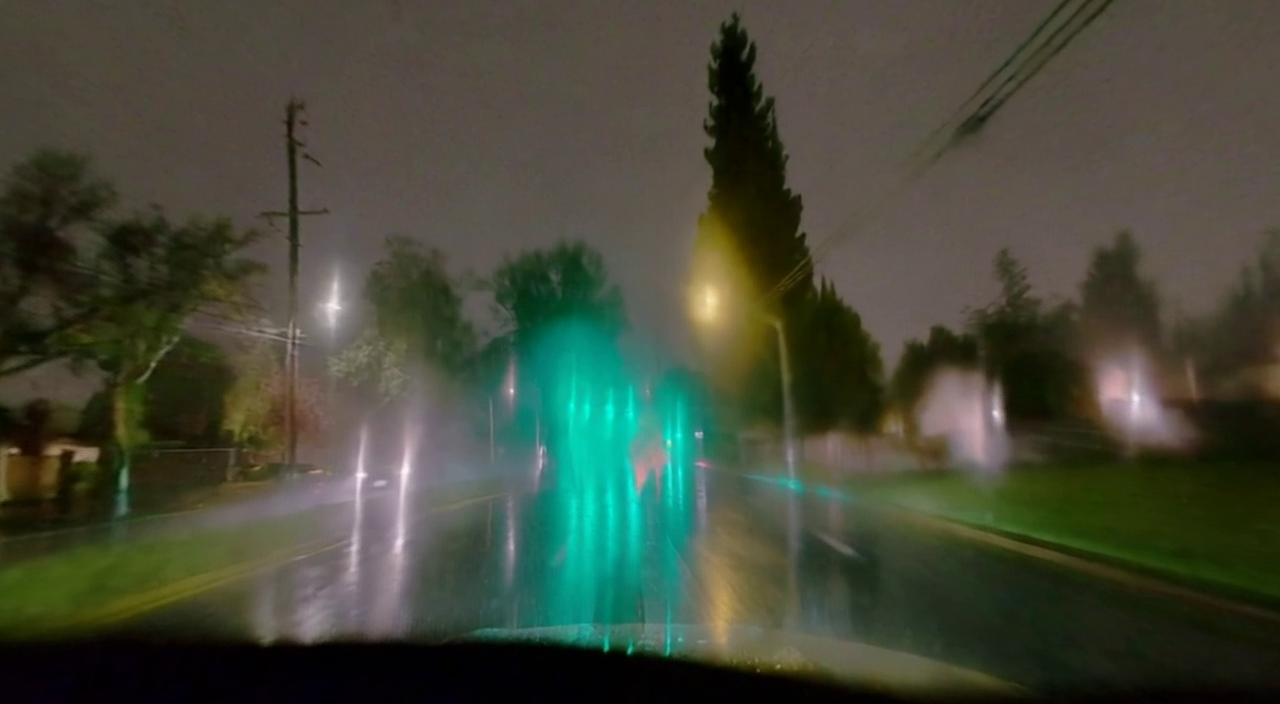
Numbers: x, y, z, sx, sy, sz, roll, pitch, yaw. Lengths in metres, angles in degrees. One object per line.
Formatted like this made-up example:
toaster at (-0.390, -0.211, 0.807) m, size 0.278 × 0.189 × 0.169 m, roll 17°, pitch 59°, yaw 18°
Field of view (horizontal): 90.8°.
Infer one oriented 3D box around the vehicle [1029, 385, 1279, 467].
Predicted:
vehicle at (16.743, 2.413, 20.516) m, size 6.339 × 2.103 × 2.660 m, roll -4°, pitch -8°, yaw 0°

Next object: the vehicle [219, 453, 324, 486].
vehicle at (-20.863, 6.673, 35.947) m, size 4.797 × 1.518 × 1.957 m, roll -3°, pitch -8°, yaw 0°

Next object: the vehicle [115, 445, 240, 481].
vehicle at (-26.521, 6.371, 36.400) m, size 5.412 × 1.959 × 2.230 m, roll 0°, pitch -8°, yaw 0°

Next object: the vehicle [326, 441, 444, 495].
vehicle at (-10.306, 4.706, 26.222) m, size 2.337 × 1.963 × 5.862 m, roll -1°, pitch -8°, yaw 2°

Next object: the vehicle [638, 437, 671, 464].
vehicle at (1.004, 7.040, 45.126) m, size 2.215 × 1.799 × 4.426 m, roll 0°, pitch -8°, yaw 0°
